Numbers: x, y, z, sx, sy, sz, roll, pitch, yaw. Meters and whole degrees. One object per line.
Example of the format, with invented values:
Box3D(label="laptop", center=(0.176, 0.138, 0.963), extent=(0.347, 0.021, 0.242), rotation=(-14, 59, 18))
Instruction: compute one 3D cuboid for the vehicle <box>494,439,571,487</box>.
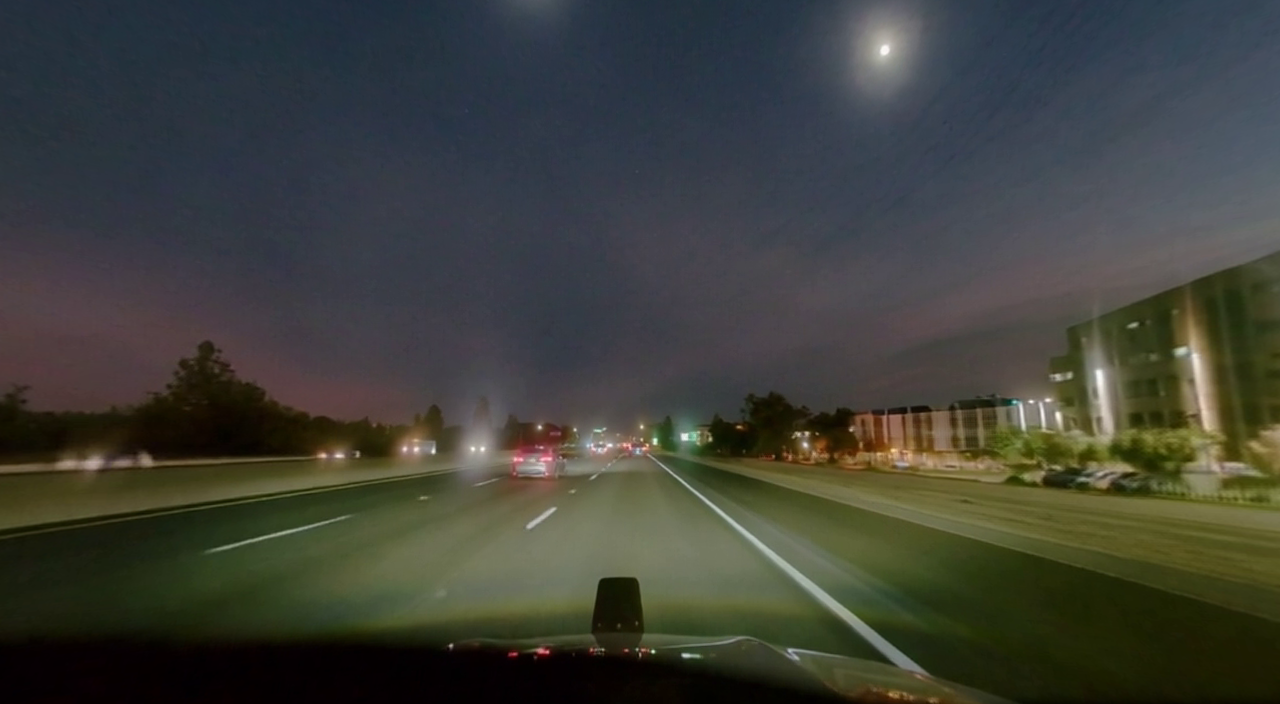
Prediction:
Box3D(label="vehicle", center=(-3.551, 3.764, 21.683), extent=(1.920, 1.463, 4.134), rotation=(0, -9, 0))

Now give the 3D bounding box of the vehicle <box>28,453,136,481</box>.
Box3D(label="vehicle", center=(-32.172, 6.609, 36.654), extent=(2.084, 1.483, 4.615), rotation=(0, -9, 0))
